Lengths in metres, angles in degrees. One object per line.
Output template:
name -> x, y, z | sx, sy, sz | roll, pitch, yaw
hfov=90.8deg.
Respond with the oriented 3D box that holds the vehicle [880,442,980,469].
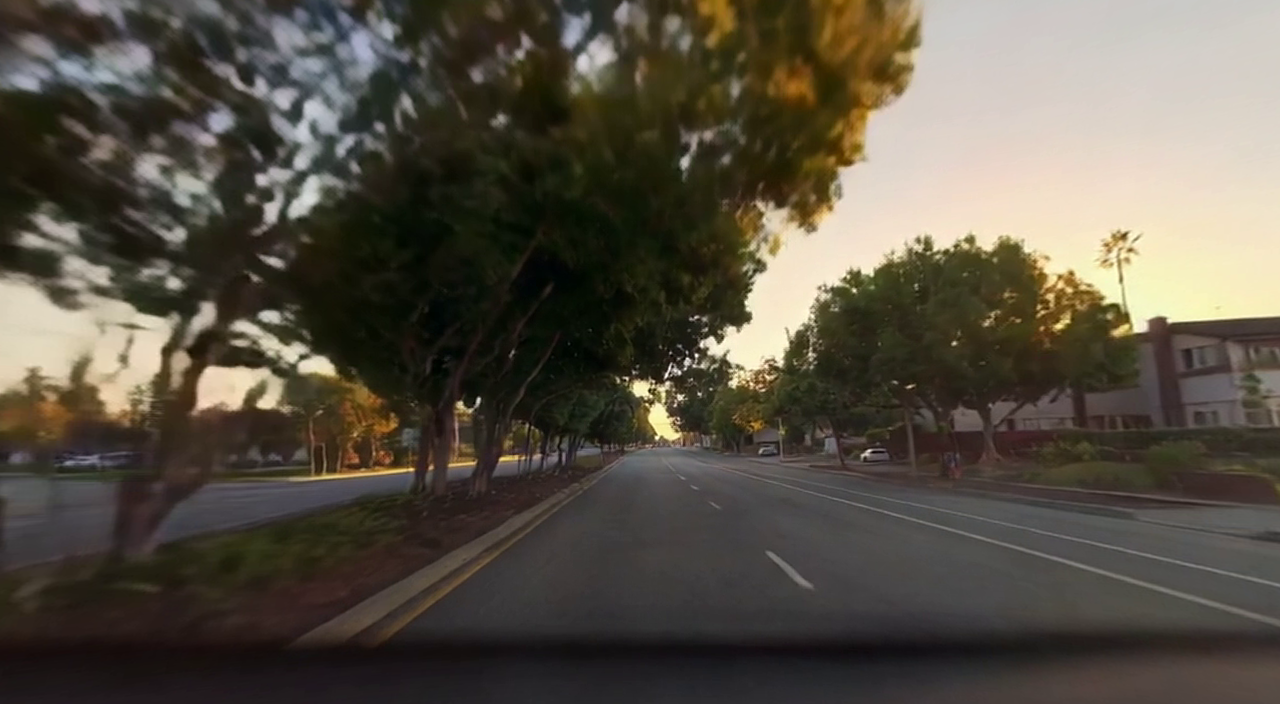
vehicle -> 16.088, 5.761, 35.230 | 4.592, 1.472, 2.009 | 0, -9, 0
